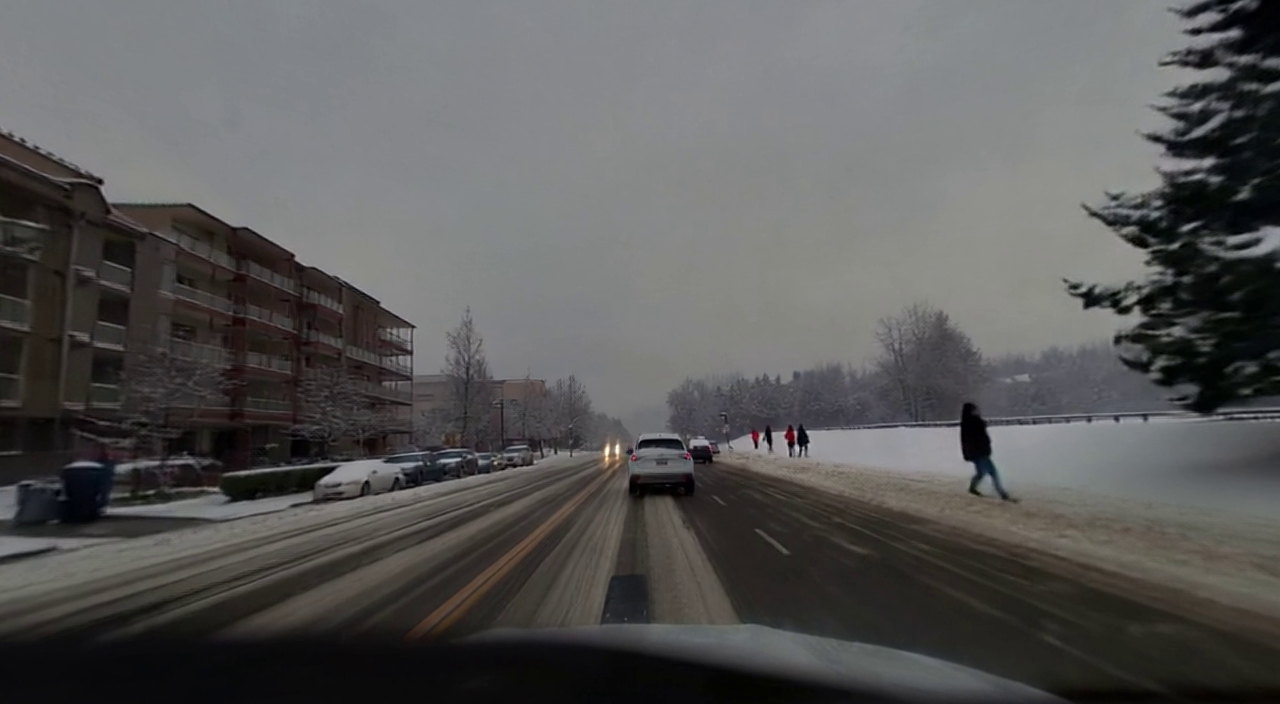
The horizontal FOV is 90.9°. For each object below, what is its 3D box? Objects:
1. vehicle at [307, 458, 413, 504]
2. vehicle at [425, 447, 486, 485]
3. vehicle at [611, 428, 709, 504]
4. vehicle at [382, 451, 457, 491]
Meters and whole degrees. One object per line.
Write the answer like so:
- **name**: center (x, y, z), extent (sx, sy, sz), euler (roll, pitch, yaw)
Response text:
- **vehicle**: center (-10.448, 4.821, 23.947), extent (1.839, 1.474, 4.694), euler (-1, -9, 1)
- **vehicle**: center (-10.050, 6.199, 34.741), extent (1.940, 1.816, 4.721), euler (-1, -7, 1)
- **vehicle**: center (0.422, 2.788, 15.789), extent (2.132, 1.632, 3.838), euler (0, -9, 0)
- **vehicle**: center (-10.216, 5.516, 29.536), extent (1.869, 1.647, 4.281), euler (-1, -9, 1)
